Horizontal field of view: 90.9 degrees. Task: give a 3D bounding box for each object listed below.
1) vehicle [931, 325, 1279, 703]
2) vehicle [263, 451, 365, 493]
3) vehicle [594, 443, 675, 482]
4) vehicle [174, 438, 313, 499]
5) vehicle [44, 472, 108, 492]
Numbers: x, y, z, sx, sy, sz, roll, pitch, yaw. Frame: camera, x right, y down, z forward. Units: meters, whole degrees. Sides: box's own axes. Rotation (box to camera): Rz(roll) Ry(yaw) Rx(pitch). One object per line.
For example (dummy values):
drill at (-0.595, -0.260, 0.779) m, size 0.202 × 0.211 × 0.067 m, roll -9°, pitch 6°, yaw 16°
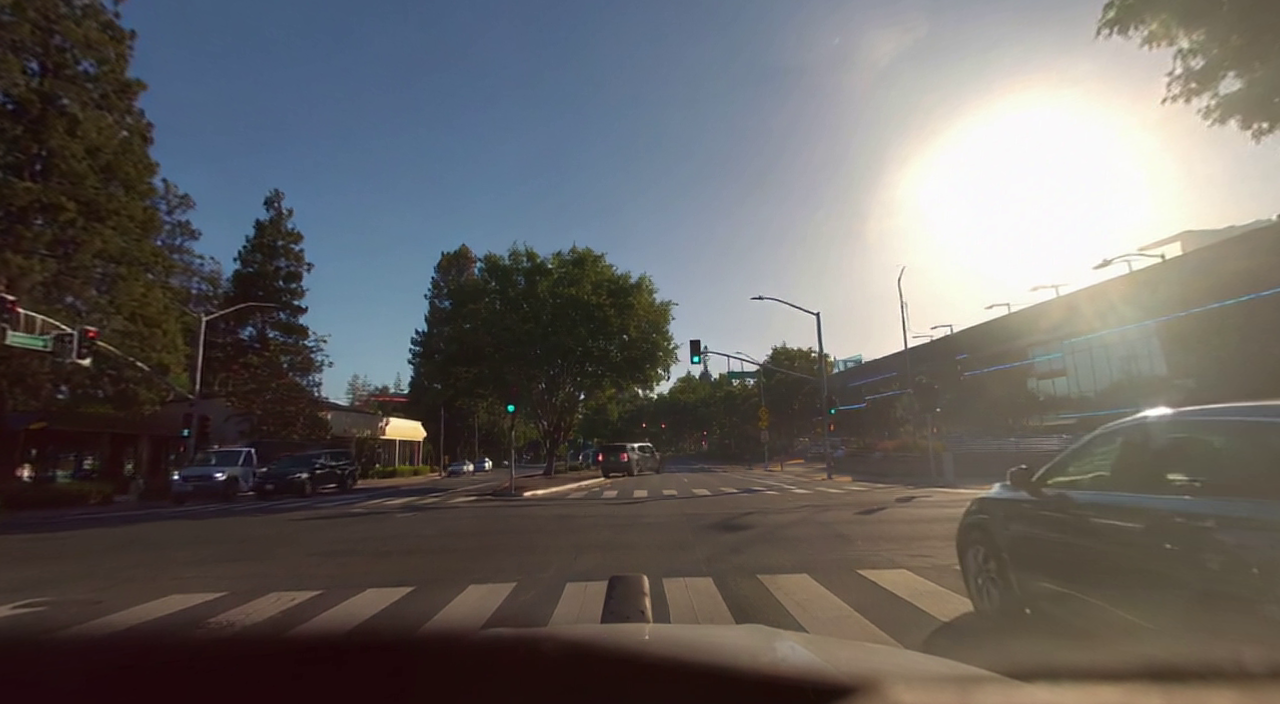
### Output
vehicle at (3.623, 0.900, 3.187) m, size 2.301 × 1.767 × 4.289 m, roll 0°, pitch -8°, yaw 1°
vehicle at (-14.930, 5.496, 29.263) m, size 2.169 × 1.753 × 4.640 m, roll 0°, pitch -8°, yaw 1°
vehicle at (-0.150, 5.160, 29.752) m, size 2.153 × 1.658 × 4.569 m, roll -4°, pitch -9°, yaw 23°
vehicle at (-18.696, 5.488, 30.233) m, size 2.557 × 2.580 × 5.856 m, roll -1°, pitch -8°, yaw 4°
vehicle at (-44.579, 10.304, 49.867) m, size 3.497 × 1.415 × 1.569 m, roll -1°, pitch -8°, yaw -1°
